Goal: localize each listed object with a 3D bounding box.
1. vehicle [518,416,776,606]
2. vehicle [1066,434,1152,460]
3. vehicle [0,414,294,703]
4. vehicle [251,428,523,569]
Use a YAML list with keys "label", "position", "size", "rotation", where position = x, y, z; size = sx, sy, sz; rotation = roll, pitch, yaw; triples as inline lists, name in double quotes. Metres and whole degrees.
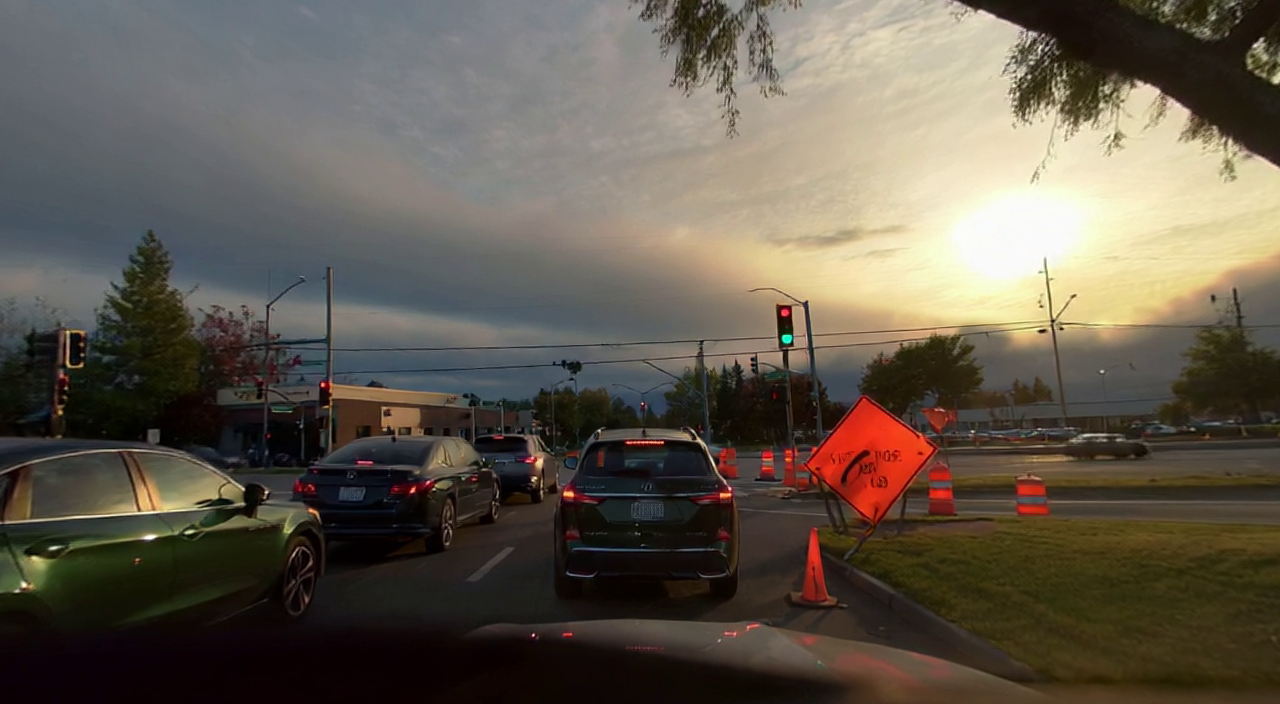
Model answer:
- label: "vehicle"
  position: [0.097, 1.620, 7.218]
  size: [2.167, 1.560, 3.676]
  rotation: [0, -9, 1]
- label: "vehicle"
  position: [30.374, 6.162, 40.878]
  size: [4.051, 1.583, 1.794]
  rotation: [0, -9, 1]
- label: "vehicle"
  position: [-3.594, 0.942, 2.152]
  size: [2.064, 1.497, 4.722]
  rotation: [0, -9, 1]
- label: "vehicle"
  position: [-3.283, 1.998, 9.445]
  size: [1.989, 1.541, 4.626]
  rotation: [0, -9, 2]
